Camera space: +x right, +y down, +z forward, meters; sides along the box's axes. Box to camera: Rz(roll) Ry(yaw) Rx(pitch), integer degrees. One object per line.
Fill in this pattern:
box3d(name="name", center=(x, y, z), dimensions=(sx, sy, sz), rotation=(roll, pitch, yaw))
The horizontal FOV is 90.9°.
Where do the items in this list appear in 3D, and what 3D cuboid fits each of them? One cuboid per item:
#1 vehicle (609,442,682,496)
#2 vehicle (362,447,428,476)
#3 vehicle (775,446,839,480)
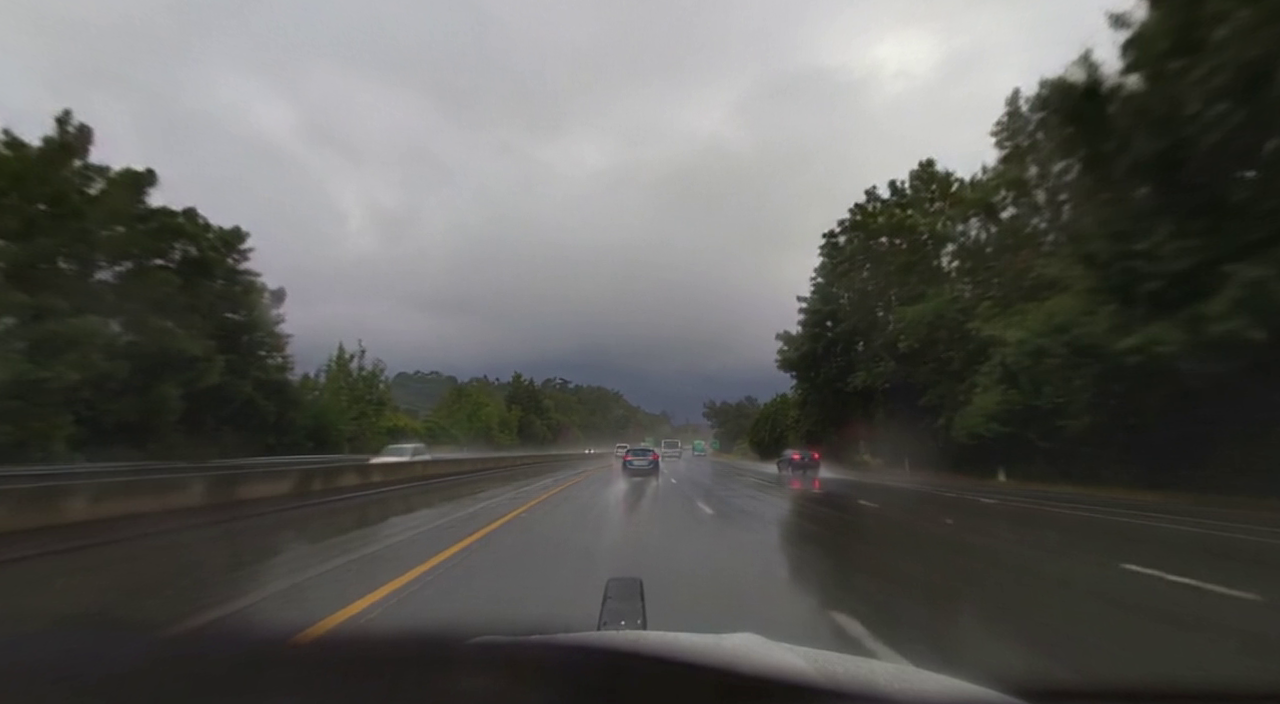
box3d(name="vehicle", center=(0.100, 3.607, 19.818), dimensions=(2.053, 1.483, 4.185), rotation=(0, -9, -1))
box3d(name="vehicle", center=(-13.527, 6.062, 35.119), dimensions=(1.973, 1.481, 4.321), rotation=(0, -9, 0))
box3d(name="vehicle", center=(7.873, 5.242, 30.050), dimensions=(1.926, 1.483, 3.528), rotation=(0, -9, -3))
